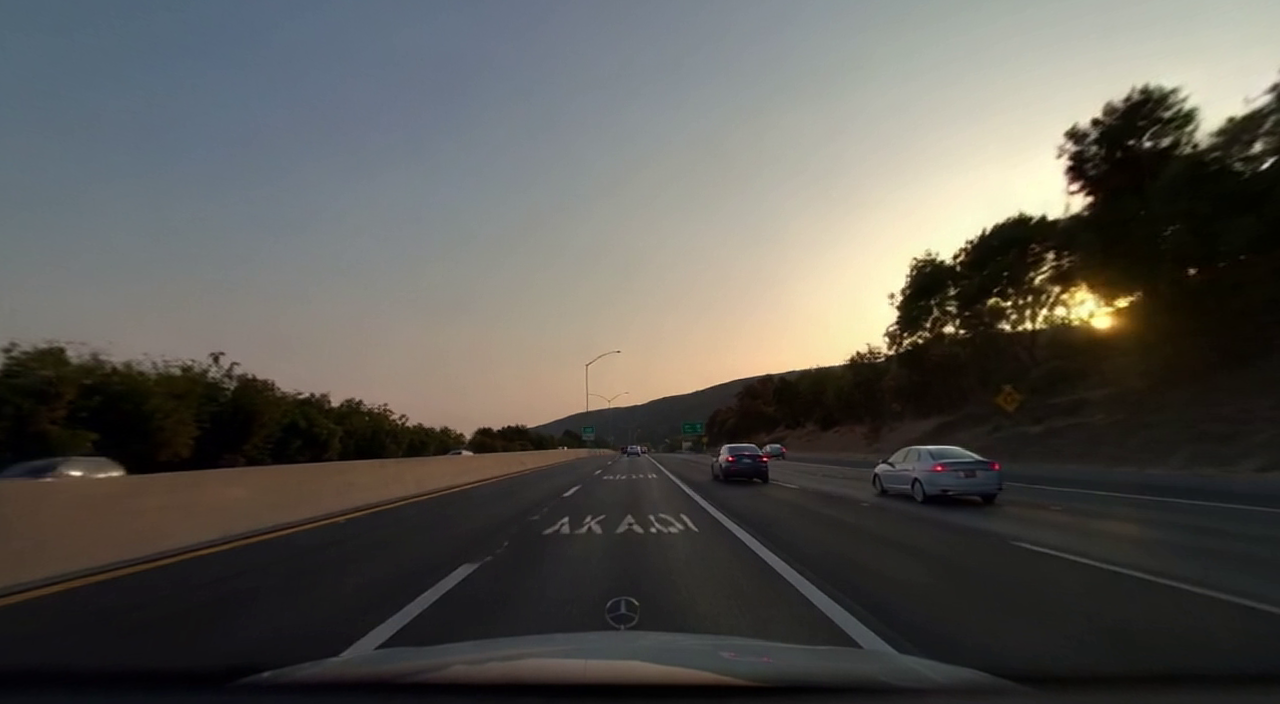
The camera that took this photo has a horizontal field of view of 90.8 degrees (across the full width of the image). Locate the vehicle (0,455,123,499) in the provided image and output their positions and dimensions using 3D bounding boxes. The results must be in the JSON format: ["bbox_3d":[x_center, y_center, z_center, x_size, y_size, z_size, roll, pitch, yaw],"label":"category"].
[{"bbox_3d":[-21.674,4.592,23.510,1.636,1.418,3.844,0,-9,-1],"label":"vehicle"}]

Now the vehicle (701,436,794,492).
[{"bbox_3d":[3.237,3.474,19.954,2.056,1.553,4.320,0,-9,-1],"label":"vehicle"}]

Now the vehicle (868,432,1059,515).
[{"bbox_3d":[6.808,2.579,13.870,2.038,1.528,3.910,0,-9,-1],"label":"vehicle"}]
